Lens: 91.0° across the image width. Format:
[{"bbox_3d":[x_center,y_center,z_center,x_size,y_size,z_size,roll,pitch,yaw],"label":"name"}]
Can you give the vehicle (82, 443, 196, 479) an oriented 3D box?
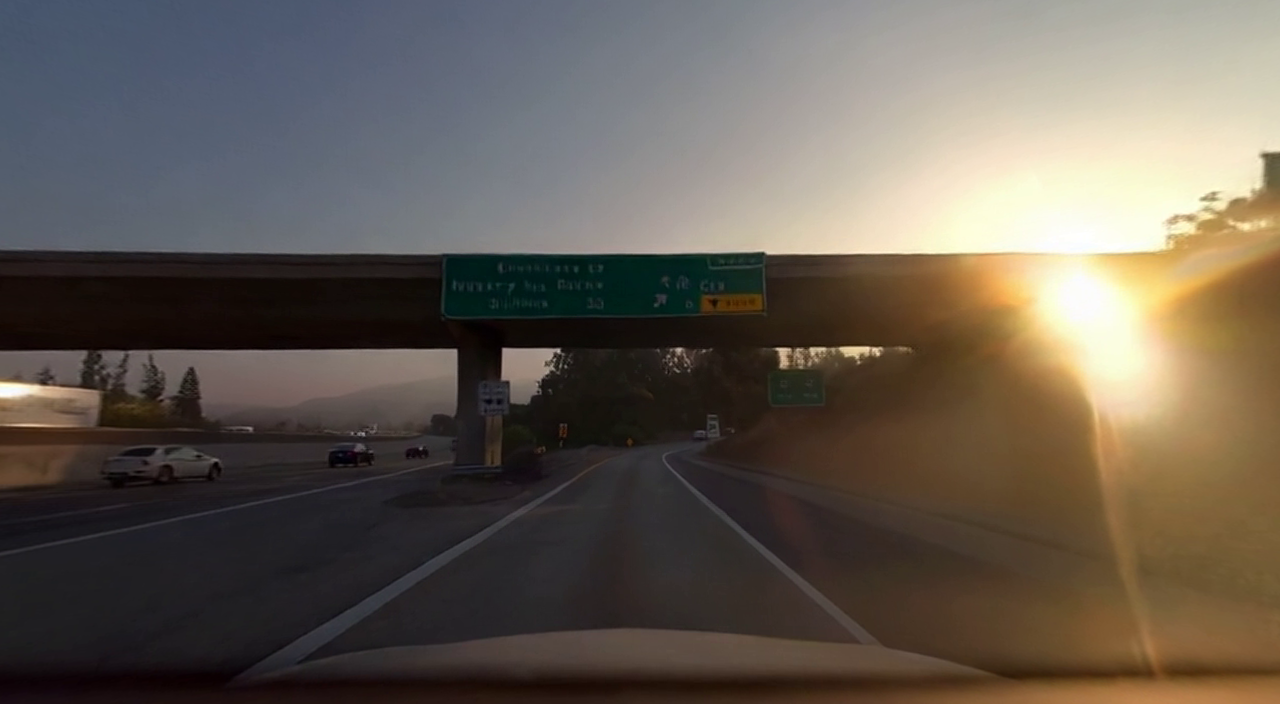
[{"bbox_3d":[-27.406,5.947,34.752,2.220,1.806,5.471,1,-8,-6],"label":"vehicle"}]
